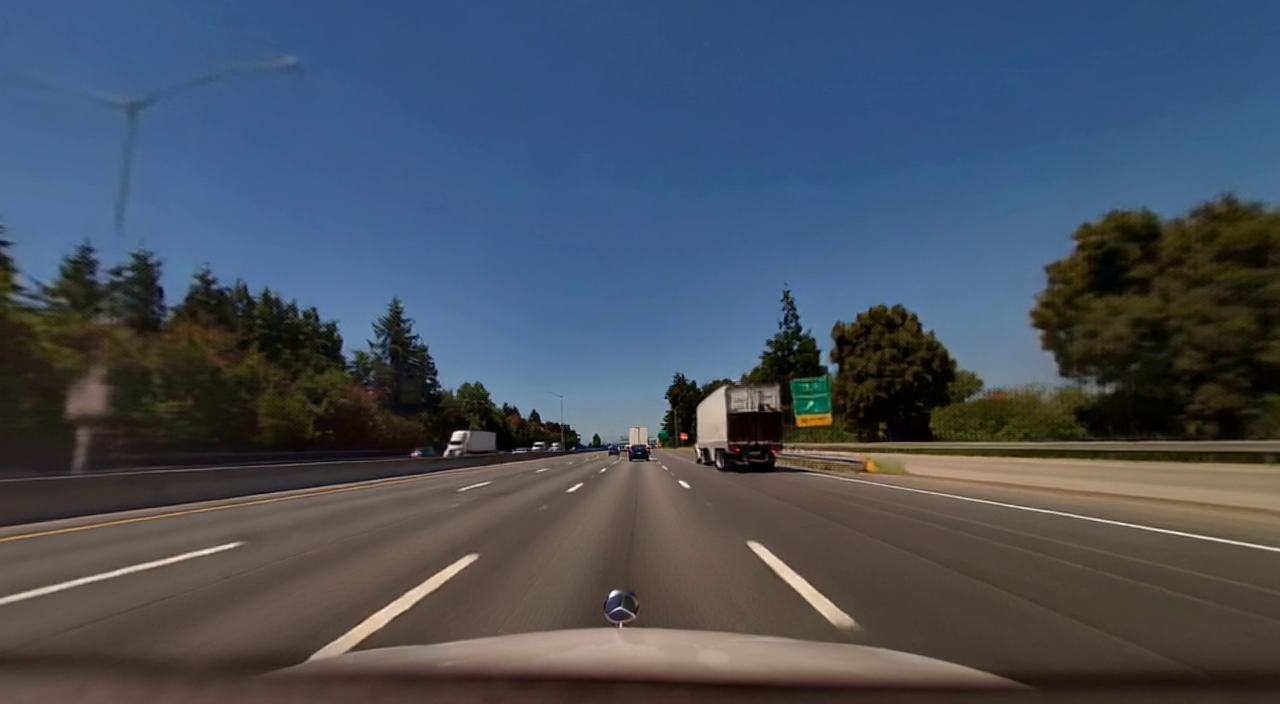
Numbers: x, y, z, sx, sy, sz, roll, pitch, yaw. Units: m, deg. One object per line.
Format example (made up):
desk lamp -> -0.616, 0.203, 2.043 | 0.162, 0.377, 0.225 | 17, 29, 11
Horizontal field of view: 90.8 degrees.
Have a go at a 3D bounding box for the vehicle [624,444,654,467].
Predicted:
vehicle -> -0.083, 7.169, 43.882 | 1.972, 1.492, 3.697 | 0, -9, 0

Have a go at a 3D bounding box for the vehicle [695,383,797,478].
vehicle -> 5.211, 4.477, 34.634 | 2.893, 4.114, 14.332 | 0, -9, -1
